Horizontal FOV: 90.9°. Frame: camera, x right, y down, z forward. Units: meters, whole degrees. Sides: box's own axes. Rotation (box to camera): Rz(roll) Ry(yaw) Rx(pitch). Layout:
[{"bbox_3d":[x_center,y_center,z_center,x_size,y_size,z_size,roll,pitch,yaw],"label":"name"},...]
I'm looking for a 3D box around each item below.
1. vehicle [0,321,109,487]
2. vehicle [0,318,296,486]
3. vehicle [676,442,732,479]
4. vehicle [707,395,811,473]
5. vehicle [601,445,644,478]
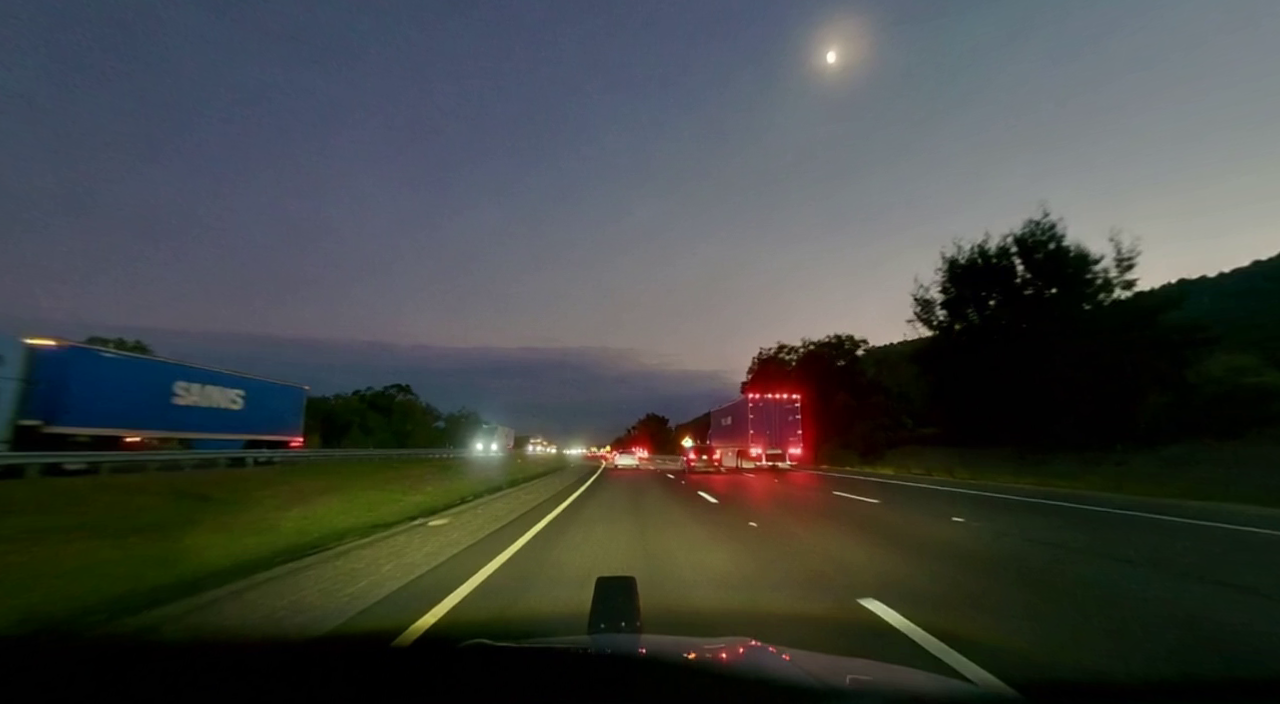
[{"bbox_3d":[-16.944,1.243,15.149,2.955,3.956,5.855,0,-9,-1],"label":"vehicle"},{"bbox_3d":[-17.145,2.255,21.851,2.843,4.028,14.083,0,-9,-1],"label":"vehicle"},{"bbox_3d":[2.918,5.051,29.531,2.013,1.623,3.916,0,-9,-3],"label":"vehicle"},{"bbox_3d":[6.861,5.319,39.497,2.965,3.990,14.227,1,-9,-3],"label":"vehicle"},{"bbox_3d":[-0.890,5.506,31.848,2.050,1.534,3.771,0,-9,-2],"label":"vehicle"}]
